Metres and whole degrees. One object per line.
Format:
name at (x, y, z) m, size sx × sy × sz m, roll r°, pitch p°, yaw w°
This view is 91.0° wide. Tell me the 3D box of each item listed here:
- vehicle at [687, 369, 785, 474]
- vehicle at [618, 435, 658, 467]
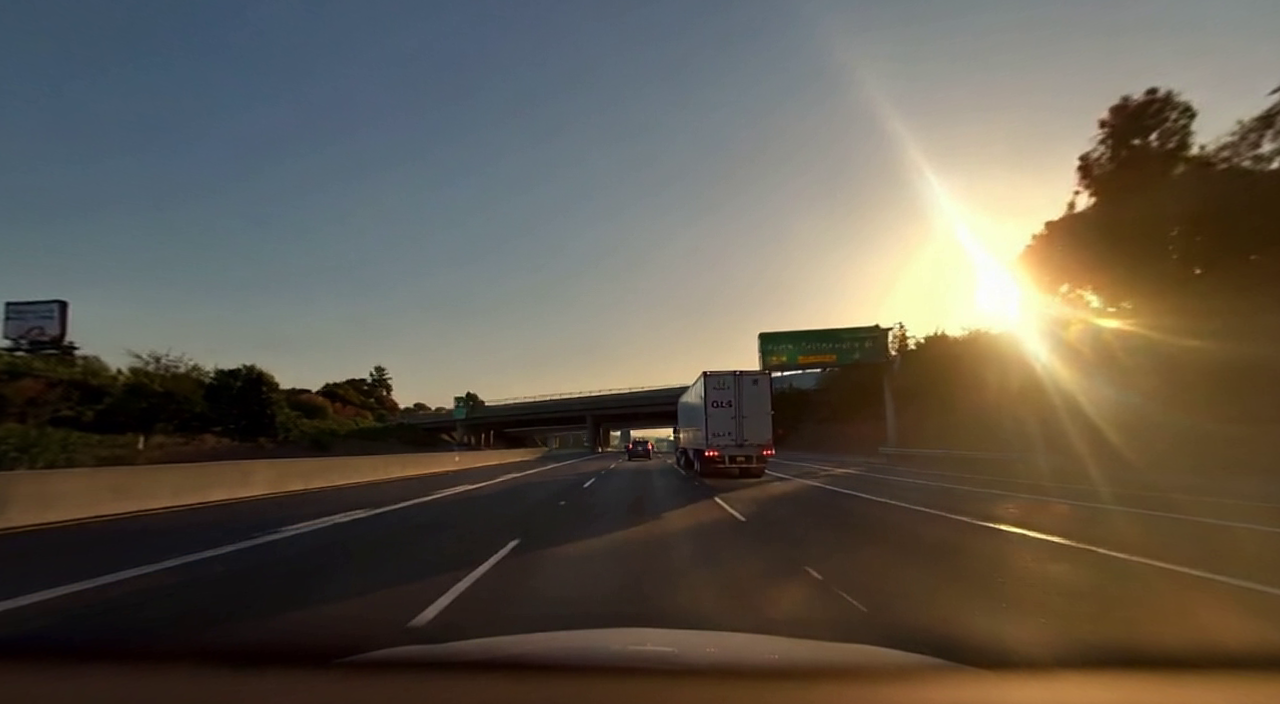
vehicle at (4.089, 3.415, 29.683) m, size 3.014 × 4.068 × 10.359 m, roll 0°, pitch -8°, yaw 0°
vehicle at (-0.106, 5.436, 34.844) m, size 2.050 × 1.654 × 4.192 m, roll 0°, pitch -8°, yaw 0°
